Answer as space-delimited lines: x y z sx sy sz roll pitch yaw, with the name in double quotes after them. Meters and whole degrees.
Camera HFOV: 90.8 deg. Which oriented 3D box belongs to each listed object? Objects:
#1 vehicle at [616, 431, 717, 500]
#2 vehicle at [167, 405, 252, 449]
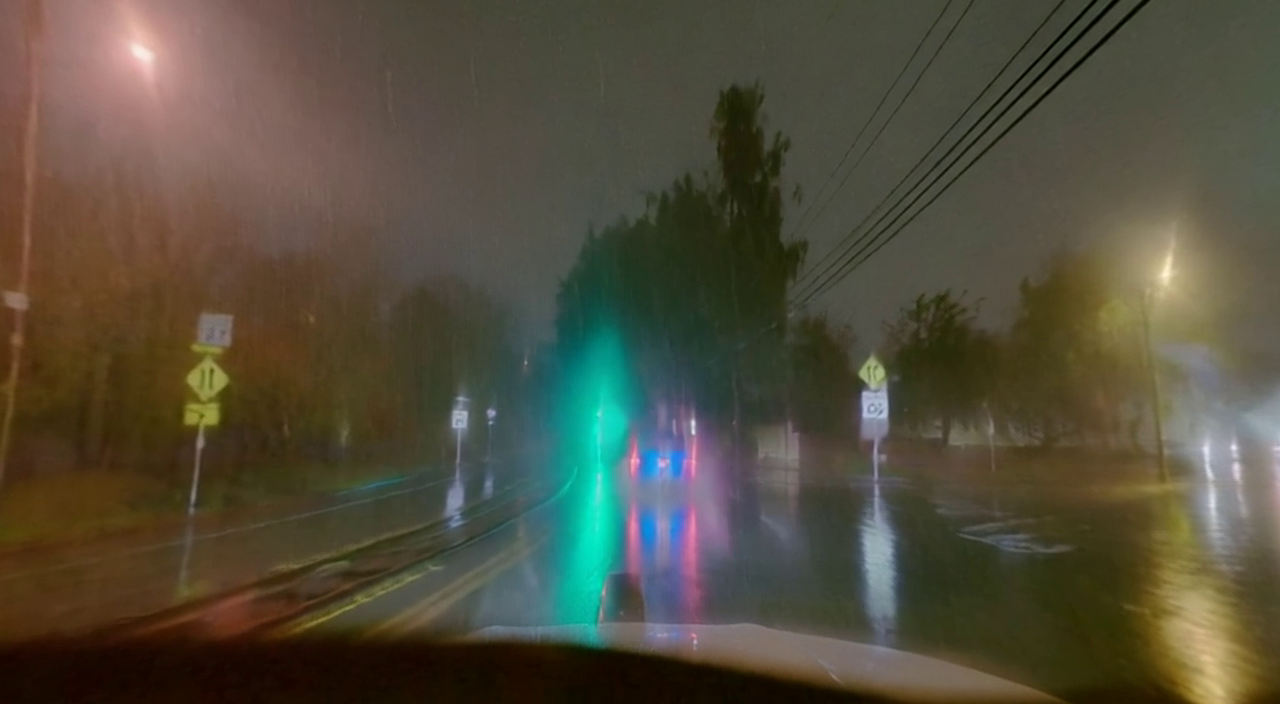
0.575 2.885 16.582 2.295 1.510 4.364 1 -8 -1 "vehicle"
-30.421 5.389 44.975 2.983 2.816 7.042 3 -8 -18 "vehicle"
